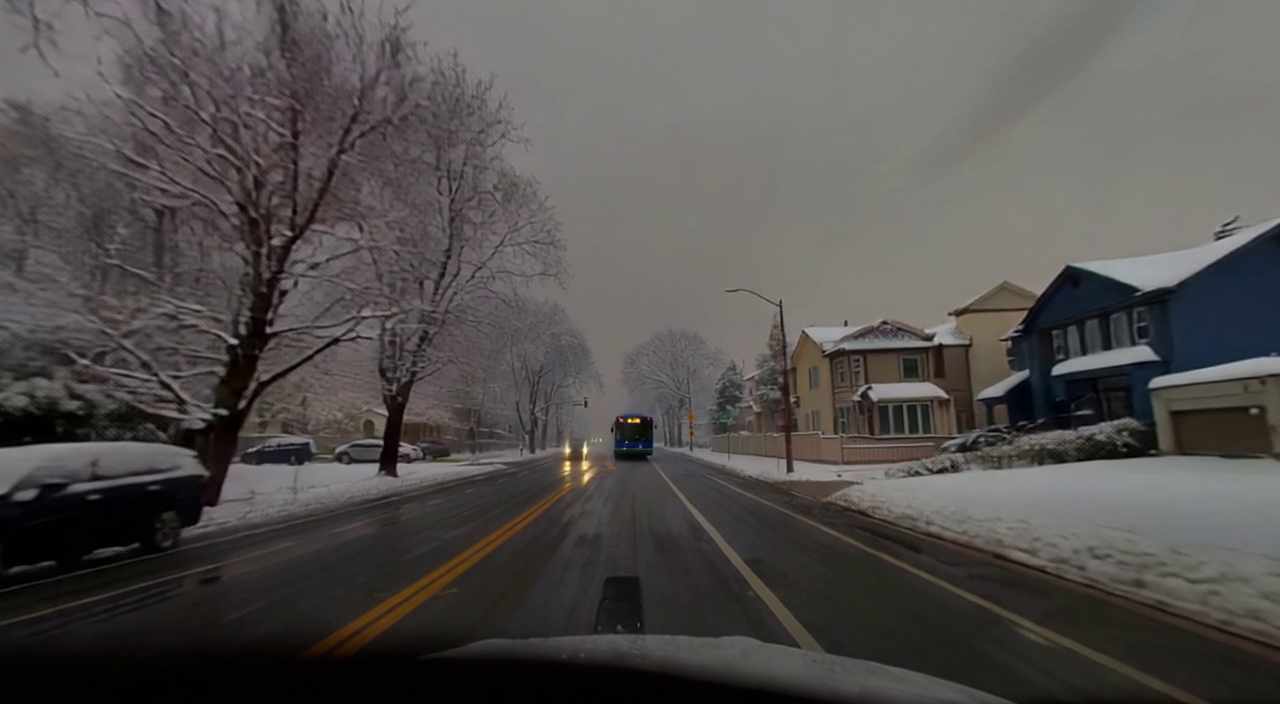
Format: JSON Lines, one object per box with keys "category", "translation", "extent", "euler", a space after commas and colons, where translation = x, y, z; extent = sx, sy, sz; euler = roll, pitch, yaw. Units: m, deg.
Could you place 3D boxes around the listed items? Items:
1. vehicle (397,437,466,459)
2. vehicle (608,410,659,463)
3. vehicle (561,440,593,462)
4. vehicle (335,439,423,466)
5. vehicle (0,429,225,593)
{"category": "vehicle", "translation": [-16.340, 7.518, 49.698], "extent": [4.778, 1.565, 1.919], "euler": [-1, -5, 0]}
{"category": "vehicle", "translation": [-0.311, 6.211, 46.294], "extent": [3.031, 3.200, 13.052], "euler": [3, -8, 1]}
{"category": "vehicle", "translation": [-4.479, 7.104, 45.450], "extent": [1.925, 1.489, 4.235], "euler": [0, -8, -1]}
{"category": "vehicle", "translation": [-15.631, 6.035, 38.018], "extent": [4.481, 1.591, 1.807], "euler": [0, -8, -1]}
{"category": "vehicle", "translation": [-7.897, 2.029, 8.322], "extent": [1.898, 1.755, 4.603], "euler": [-5, -9, -1]}
